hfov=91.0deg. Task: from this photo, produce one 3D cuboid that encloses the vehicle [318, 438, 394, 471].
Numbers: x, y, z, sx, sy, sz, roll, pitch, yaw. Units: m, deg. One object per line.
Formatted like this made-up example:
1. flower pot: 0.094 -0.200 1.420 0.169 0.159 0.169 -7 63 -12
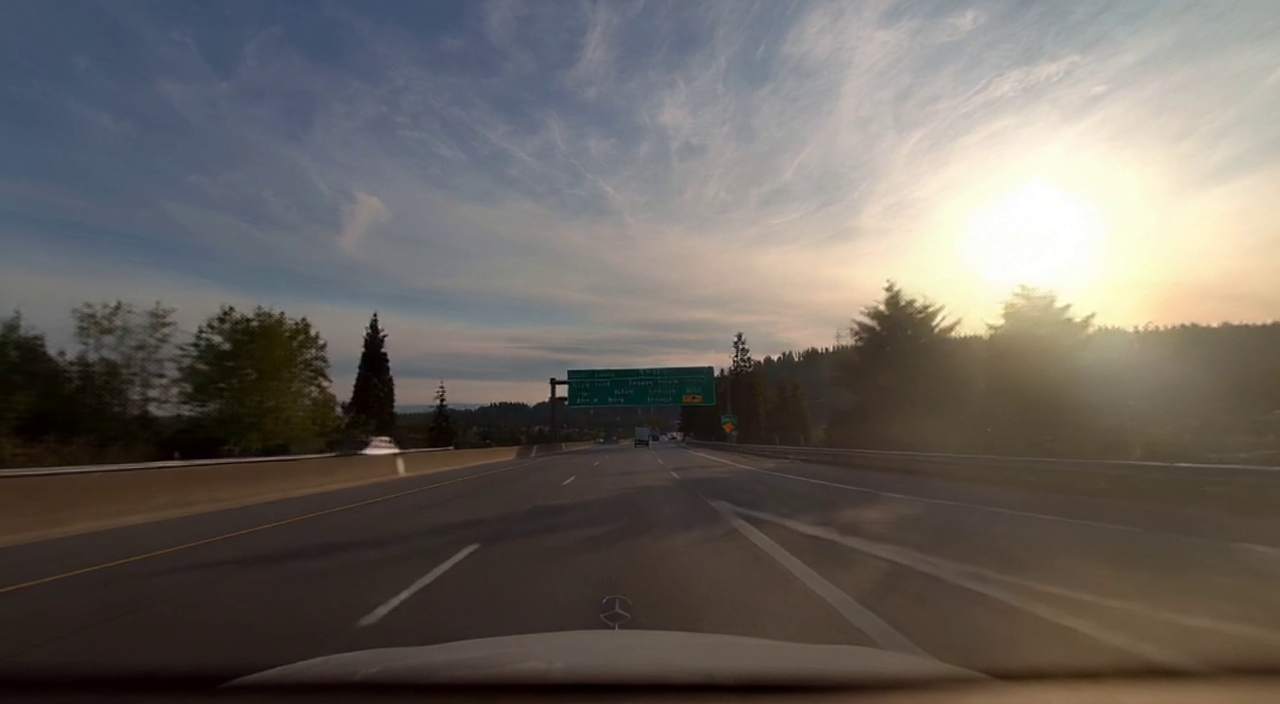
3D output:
1. vehicle: -14.757 5.342 32.932 1.974 1.586 4.208 0 -8 0
